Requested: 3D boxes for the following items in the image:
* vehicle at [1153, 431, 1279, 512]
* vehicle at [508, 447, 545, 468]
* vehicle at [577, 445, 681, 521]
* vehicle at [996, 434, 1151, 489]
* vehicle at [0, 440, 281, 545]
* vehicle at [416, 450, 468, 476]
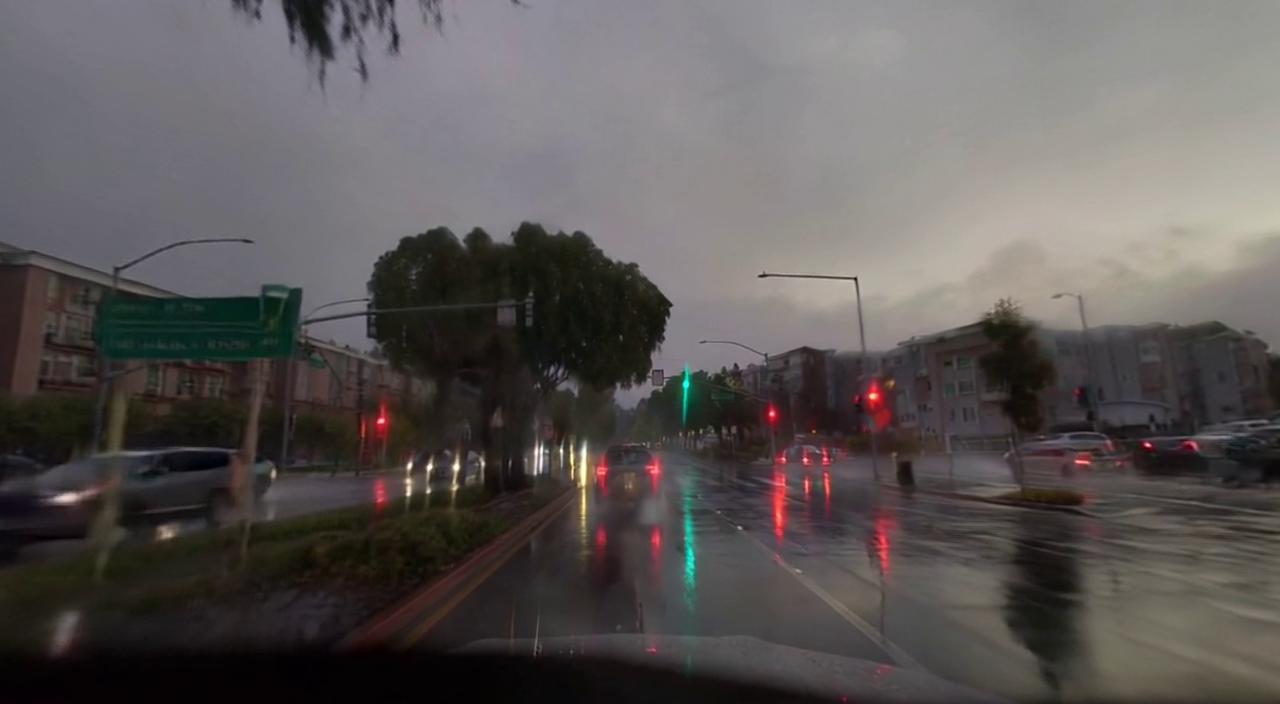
[{"bbox_3d":[13.088,2.403,12.878,1.859,1.525,3.948,0,-9,1],"label":"vehicle"},{"bbox_3d":[-8.600,8.008,48.003,1.966,1.571,4.479,0,-9,1],"label":"vehicle"},{"bbox_3d":[-0.270,2.850,14.288,2.010,1.447,4.121,0,-9,-1],"label":"vehicle"},{"bbox_3d":[13.072,3.312,19.336,1.887,1.504,3.898,0,-9,-2],"label":"vehicle"},{"bbox_3d":[-8.710,2.345,11.240,1.994,1.474,4.411,0,-9,0],"label":"vehicle"},{"bbox_3d":[-12.384,6.956,39.598,1.904,1.475,4.068,0,-9,1],"label":"vehicle"}]
